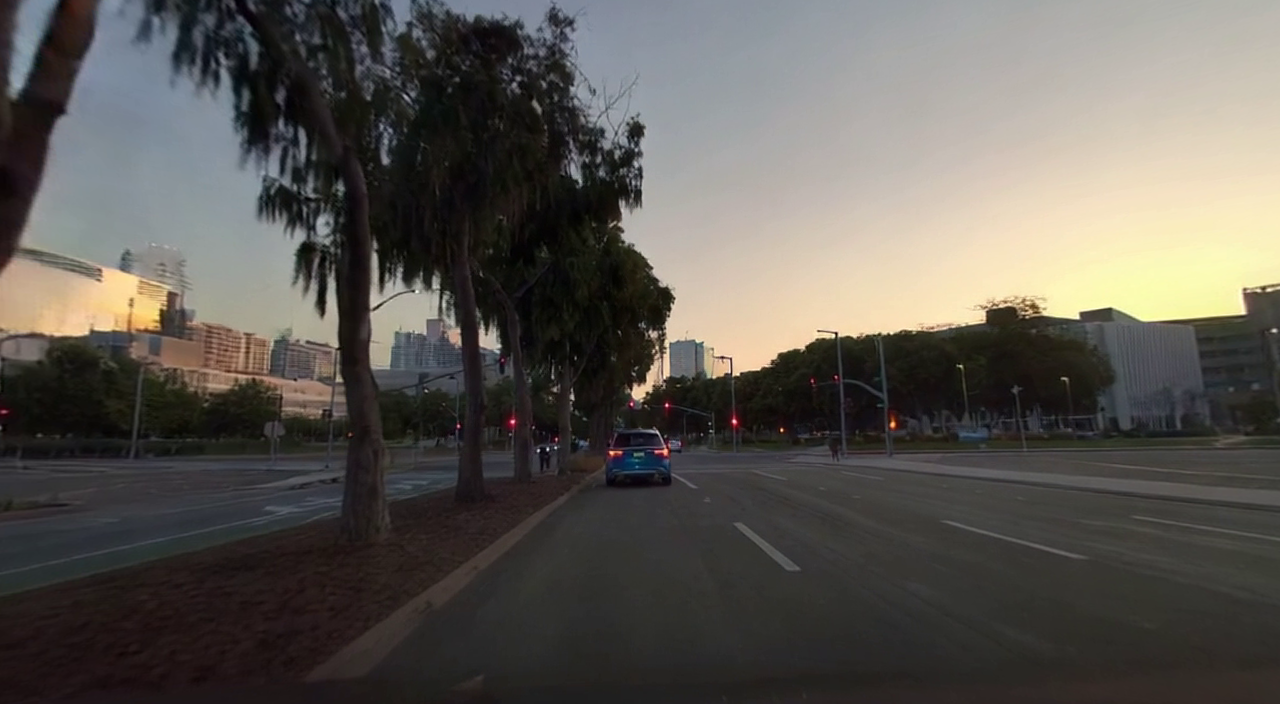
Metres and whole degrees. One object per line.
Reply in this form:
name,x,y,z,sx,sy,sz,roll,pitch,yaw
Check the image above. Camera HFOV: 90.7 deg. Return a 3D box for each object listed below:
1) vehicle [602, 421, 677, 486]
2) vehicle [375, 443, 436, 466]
vehicle,-0.037,3.439,21.548,2.267,1.926,4.708,0,-9,-1
vehicle,-17.853,7.766,48.083,4.582,1.627,2.209,-7,-11,37
